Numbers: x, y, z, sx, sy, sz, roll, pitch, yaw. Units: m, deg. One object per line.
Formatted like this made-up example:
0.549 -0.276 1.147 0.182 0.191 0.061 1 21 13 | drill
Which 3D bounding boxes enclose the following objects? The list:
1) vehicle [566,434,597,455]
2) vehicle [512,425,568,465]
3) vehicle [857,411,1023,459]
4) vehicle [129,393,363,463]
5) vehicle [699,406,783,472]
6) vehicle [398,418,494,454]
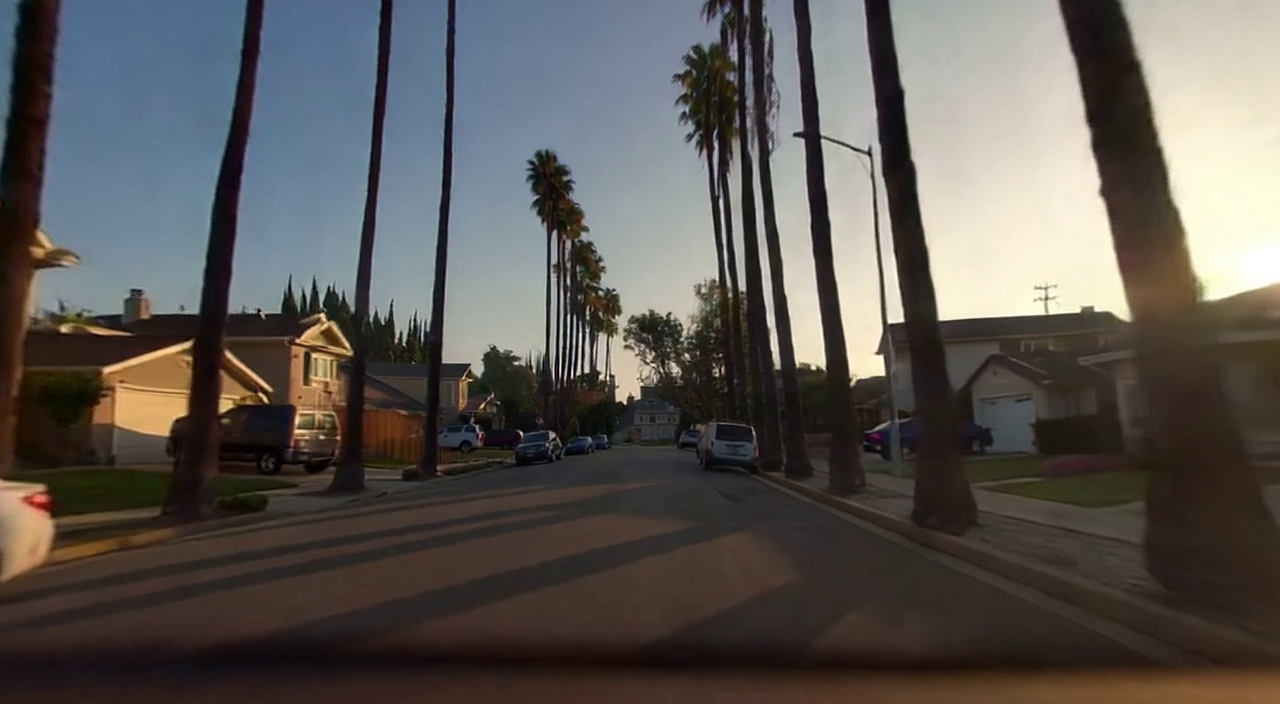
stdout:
-4.564 7.330 49.890 2.080 1.479 4.531 0 -10 -1 | vehicle
-4.927 4.607 31.733 2.147 1.823 4.725 0 -7 -1 | vehicle
10.034 2.835 21.438 4.643 1.520 1.826 0 -8 3 | vehicle
-11.542 2.293 18.858 5.340 1.948 2.398 0 -9 1 | vehicle
3.415 3.144 22.738 2.184 2.038 6.212 0 -8 2 | vehicle
-11.422 4.982 37.510 4.991 1.947 2.329 -1 -8 -1 | vehicle
